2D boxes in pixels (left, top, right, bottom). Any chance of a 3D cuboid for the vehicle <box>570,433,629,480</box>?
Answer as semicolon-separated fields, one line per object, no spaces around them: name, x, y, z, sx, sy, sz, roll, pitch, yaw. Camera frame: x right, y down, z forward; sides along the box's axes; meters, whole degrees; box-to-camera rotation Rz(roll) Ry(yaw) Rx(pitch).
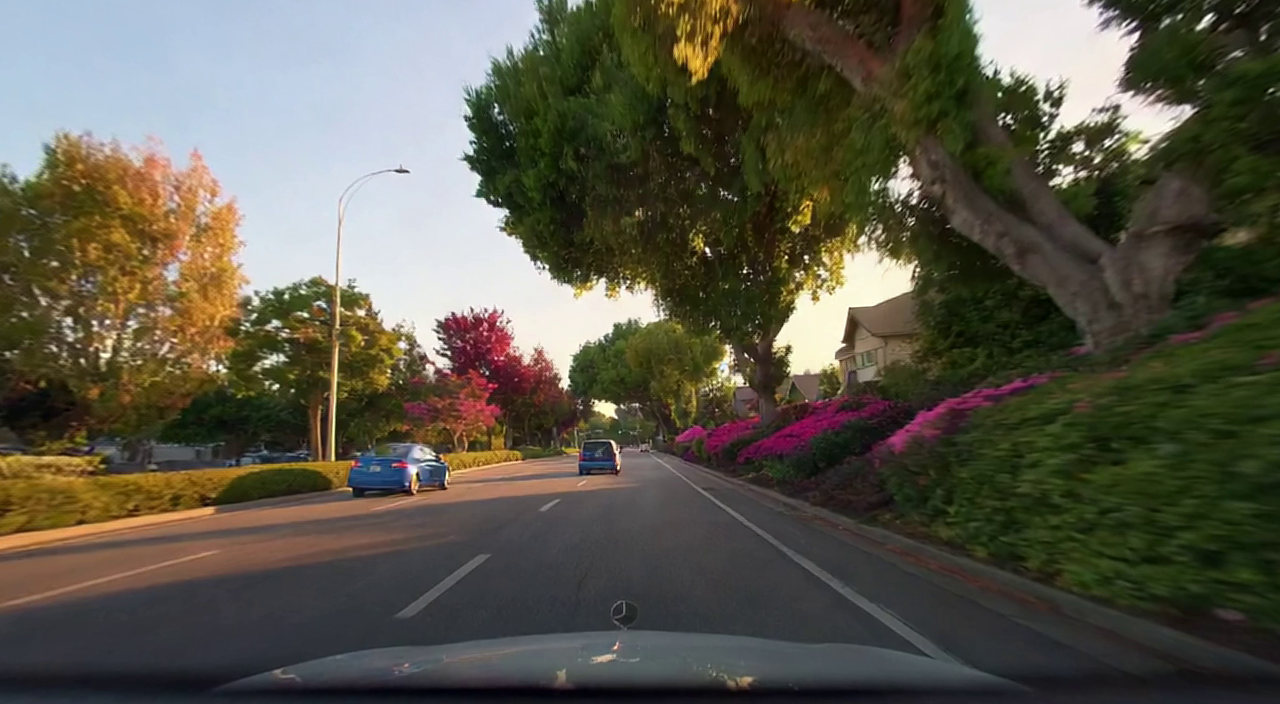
vehicle;-1.616;4.364;26.654;2.070;1.764;4.552;0;-8;1

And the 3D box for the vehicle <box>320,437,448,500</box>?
vehicle;-7.505;3.438;19.111;1.993;1.657;4.487;0;-8;0
